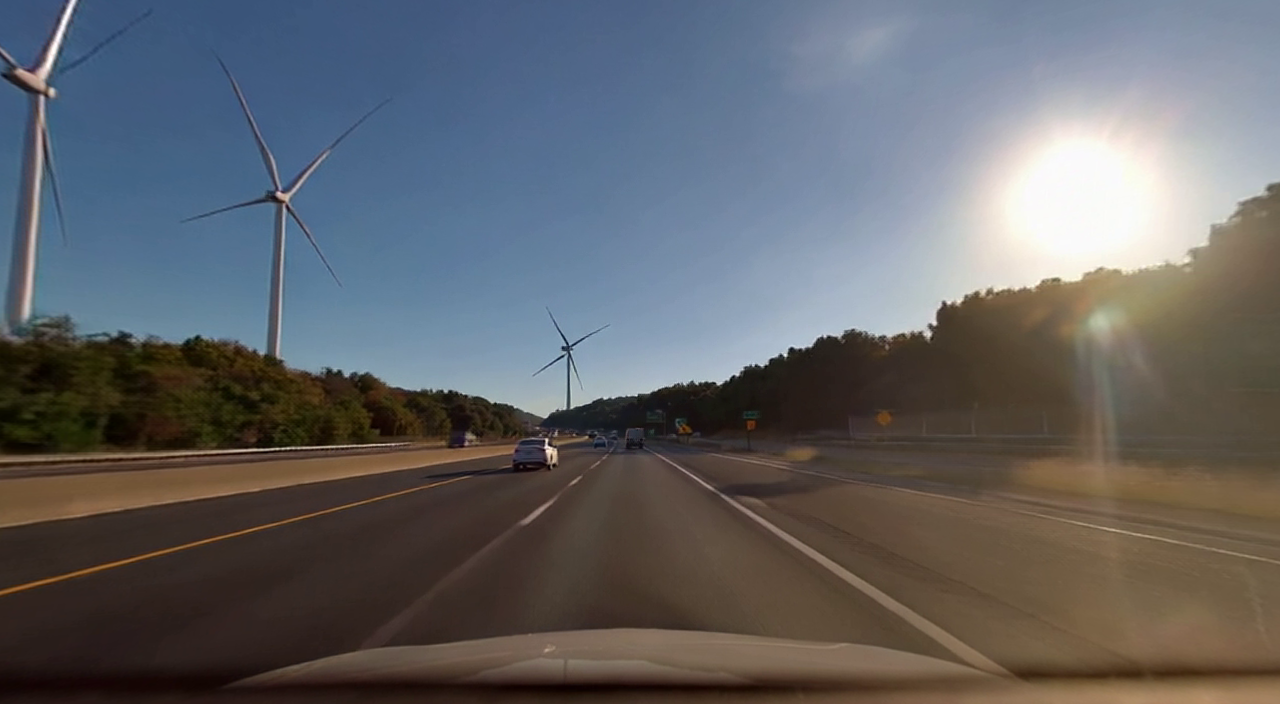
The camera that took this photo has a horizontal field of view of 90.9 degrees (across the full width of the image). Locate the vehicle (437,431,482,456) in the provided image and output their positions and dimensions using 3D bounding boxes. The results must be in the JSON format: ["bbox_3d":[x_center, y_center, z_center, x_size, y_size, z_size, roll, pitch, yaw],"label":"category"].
[{"bbox_3d":[-13.283,6.765,46.566,1.999,1.752,4.588,0,-8,-1],"label":"vehicle"}]

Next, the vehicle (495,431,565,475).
[{"bbox_3d":[-4.123,3.821,24.173,1.950,1.511,3.965,0,-8,0],"label":"vehicle"}]
